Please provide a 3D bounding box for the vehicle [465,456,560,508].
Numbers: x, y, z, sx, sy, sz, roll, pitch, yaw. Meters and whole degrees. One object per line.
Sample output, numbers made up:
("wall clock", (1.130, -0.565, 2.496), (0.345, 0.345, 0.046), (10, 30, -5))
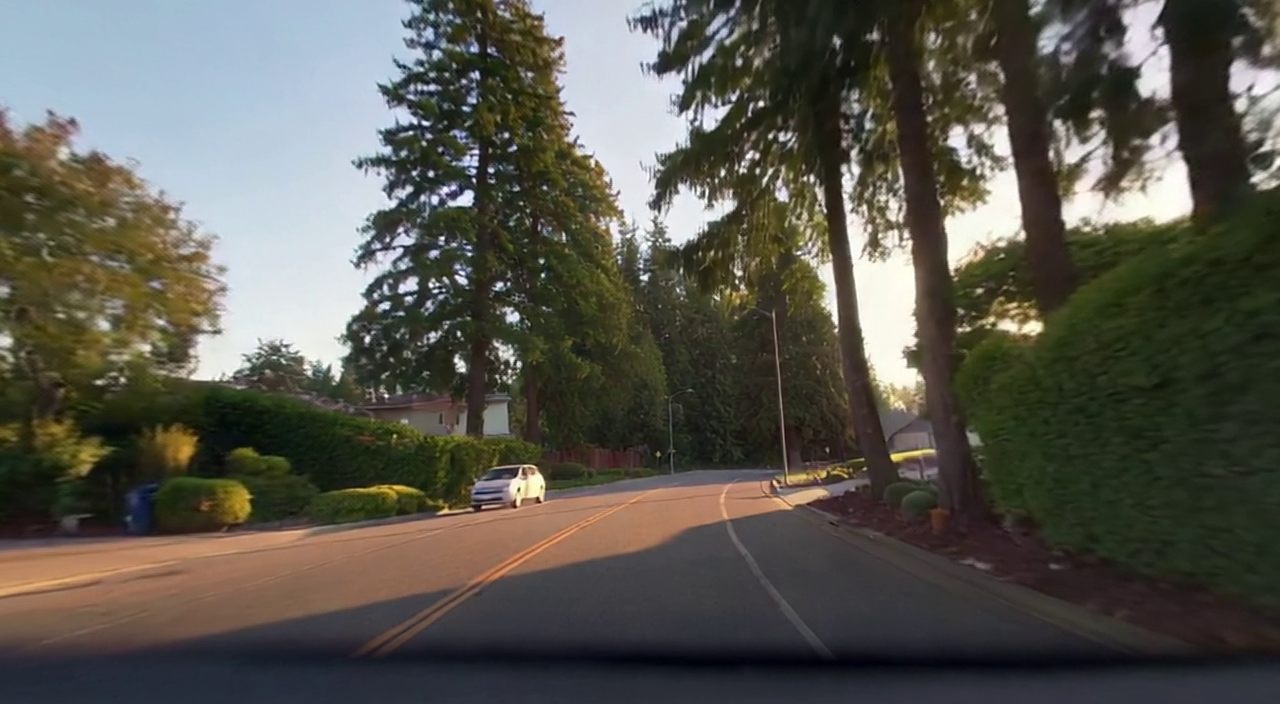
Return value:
("vehicle", (-4.546, 4.780, 23.289), (2.002, 1.601, 5.012), (-3, -11, 6))
